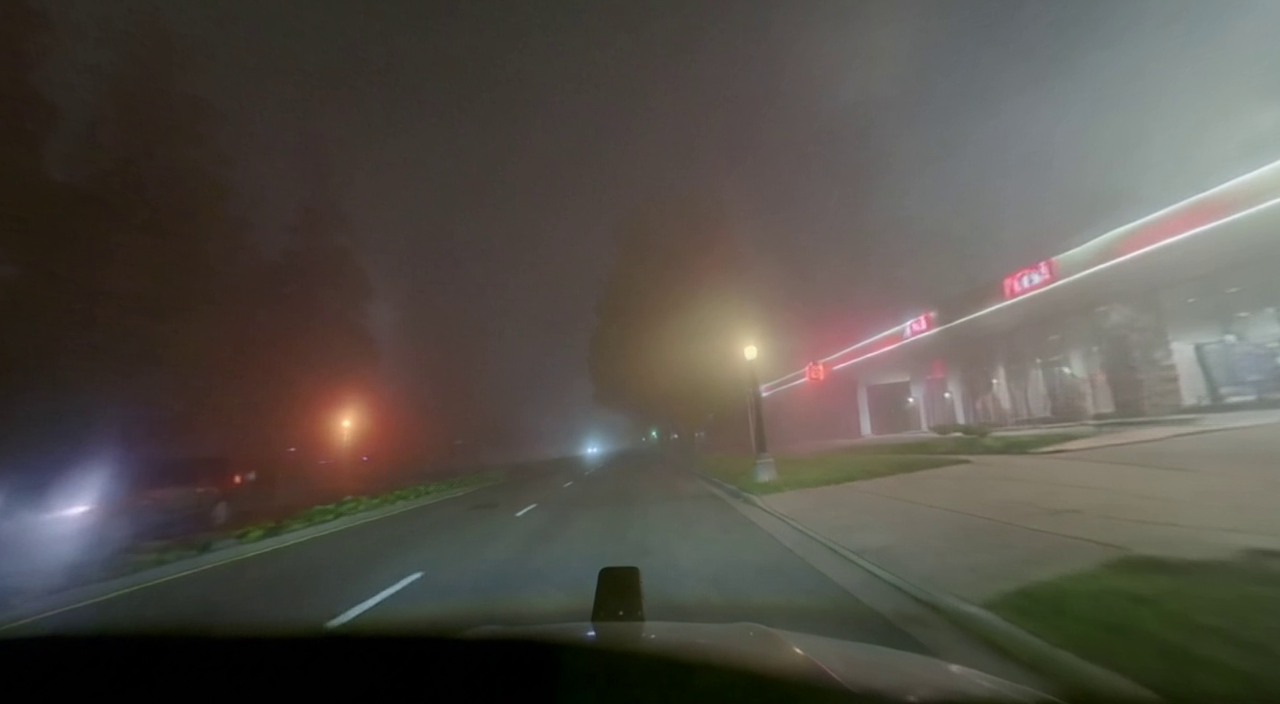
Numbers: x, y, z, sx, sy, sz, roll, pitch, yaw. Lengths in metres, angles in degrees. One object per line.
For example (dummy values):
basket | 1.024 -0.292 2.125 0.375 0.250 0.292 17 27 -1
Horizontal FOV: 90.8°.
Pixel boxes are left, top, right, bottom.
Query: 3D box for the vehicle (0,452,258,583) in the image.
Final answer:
vehicle | -8.892 2.641 10.978 2.050 1.721 4.369 0 -8 -5
